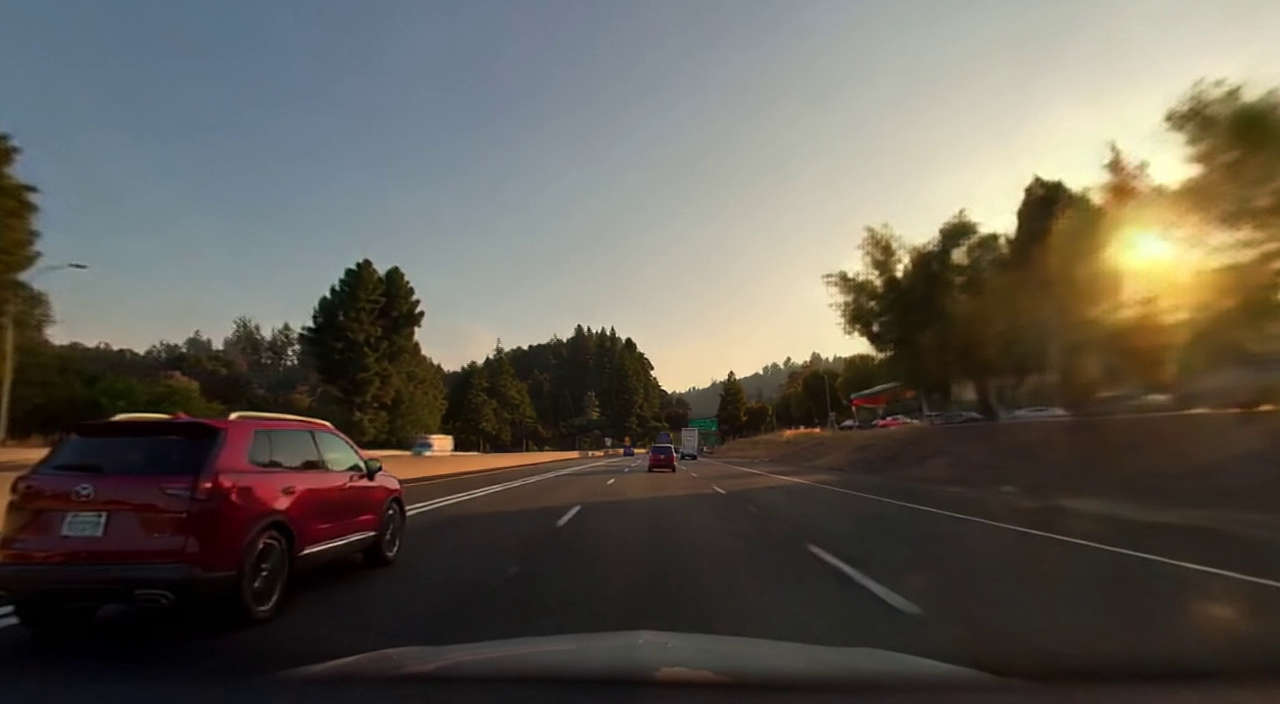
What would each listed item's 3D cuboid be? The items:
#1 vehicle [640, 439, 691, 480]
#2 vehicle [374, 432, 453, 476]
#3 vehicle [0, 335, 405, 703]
[{"bbox_3d":[1.053,4.734,27.957,2.087,1.682,4.388,0,-9,0],"label":"vehicle"},{"bbox_3d":[-15.839,7.208,44.704,2.726,2.855,6.961,-1,-9,2],"label":"vehicle"},{"bbox_3d":[-3.669,1.142,4.471,2.139,1.804,4.611,0,-9,1],"label":"vehicle"}]
